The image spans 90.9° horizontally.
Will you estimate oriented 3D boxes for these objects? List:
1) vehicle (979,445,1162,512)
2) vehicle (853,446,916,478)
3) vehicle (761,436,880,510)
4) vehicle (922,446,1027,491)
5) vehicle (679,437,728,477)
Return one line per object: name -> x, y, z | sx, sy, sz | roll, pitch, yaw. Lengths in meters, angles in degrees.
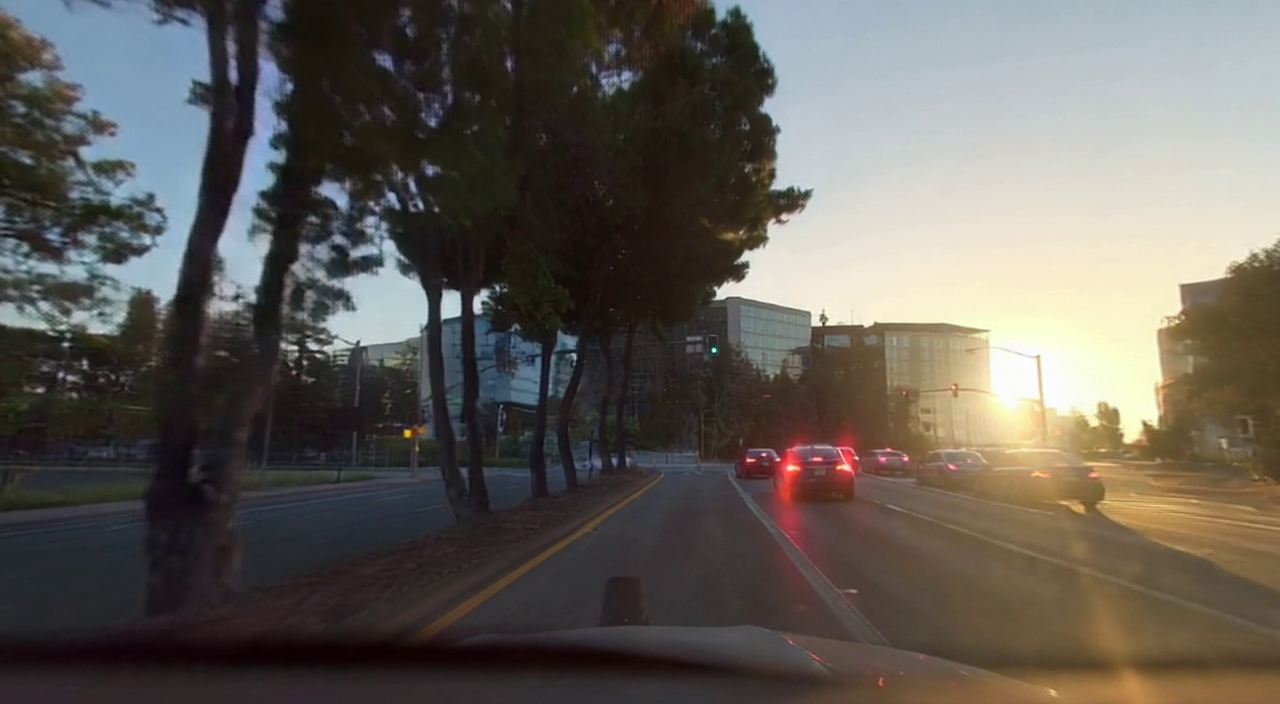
vehicle -> 10.641, 3.101, 16.062 | 1.884, 1.422, 4.262 | -1, -8, 4
vehicle -> 12.615, 5.678, 32.761 | 1.901, 1.484, 4.093 | -1, -8, 4
vehicle -> 4.291, 2.913, 15.710 | 2.078, 1.578, 4.107 | -1, -8, 6
vehicle -> 12.345, 4.283, 23.622 | 1.842, 1.466, 4.379 | -1, -8, 5
vehicle -> 3.080, 5.153, 31.278 | 2.245, 1.800, 4.522 | -1, -8, 4
